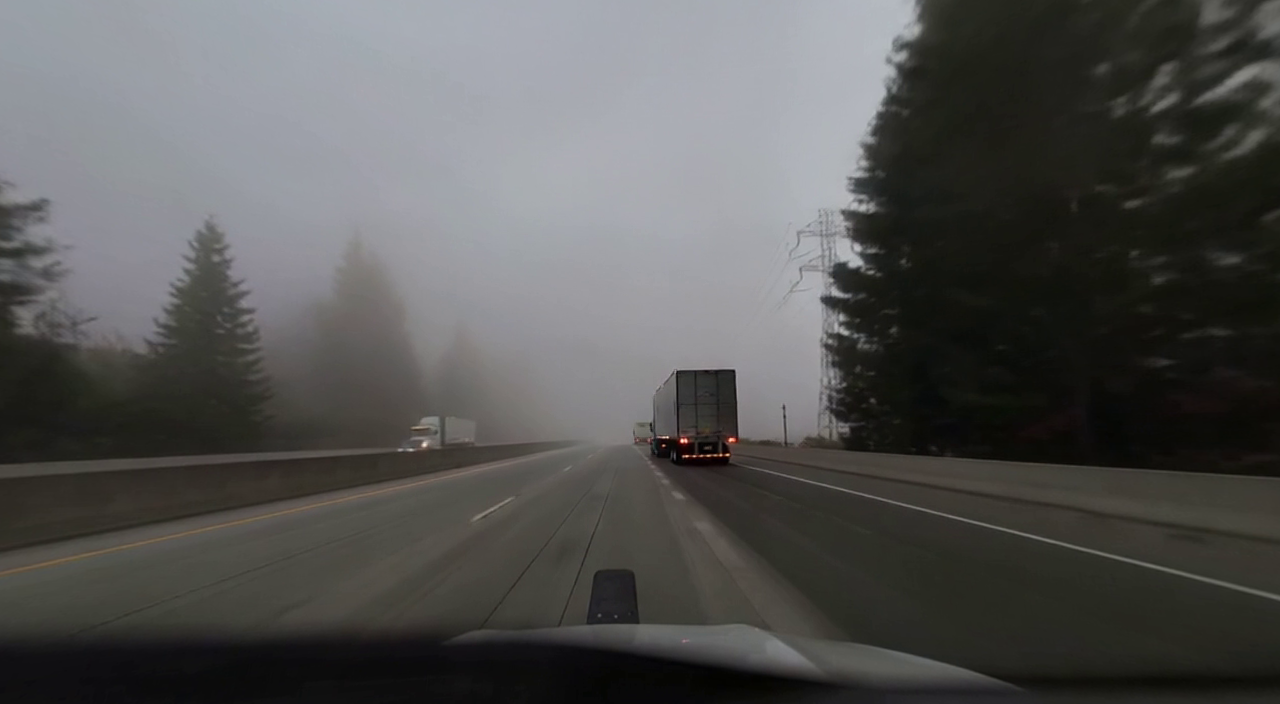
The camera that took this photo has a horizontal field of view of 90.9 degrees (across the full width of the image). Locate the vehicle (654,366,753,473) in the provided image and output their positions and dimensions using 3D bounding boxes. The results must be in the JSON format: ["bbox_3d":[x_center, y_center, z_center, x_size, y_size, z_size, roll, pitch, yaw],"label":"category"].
[{"bbox_3d":[2.579,3.542,31.326,2.905,4.080,14.157,0,-8,-2],"label":"vehicle"}]
